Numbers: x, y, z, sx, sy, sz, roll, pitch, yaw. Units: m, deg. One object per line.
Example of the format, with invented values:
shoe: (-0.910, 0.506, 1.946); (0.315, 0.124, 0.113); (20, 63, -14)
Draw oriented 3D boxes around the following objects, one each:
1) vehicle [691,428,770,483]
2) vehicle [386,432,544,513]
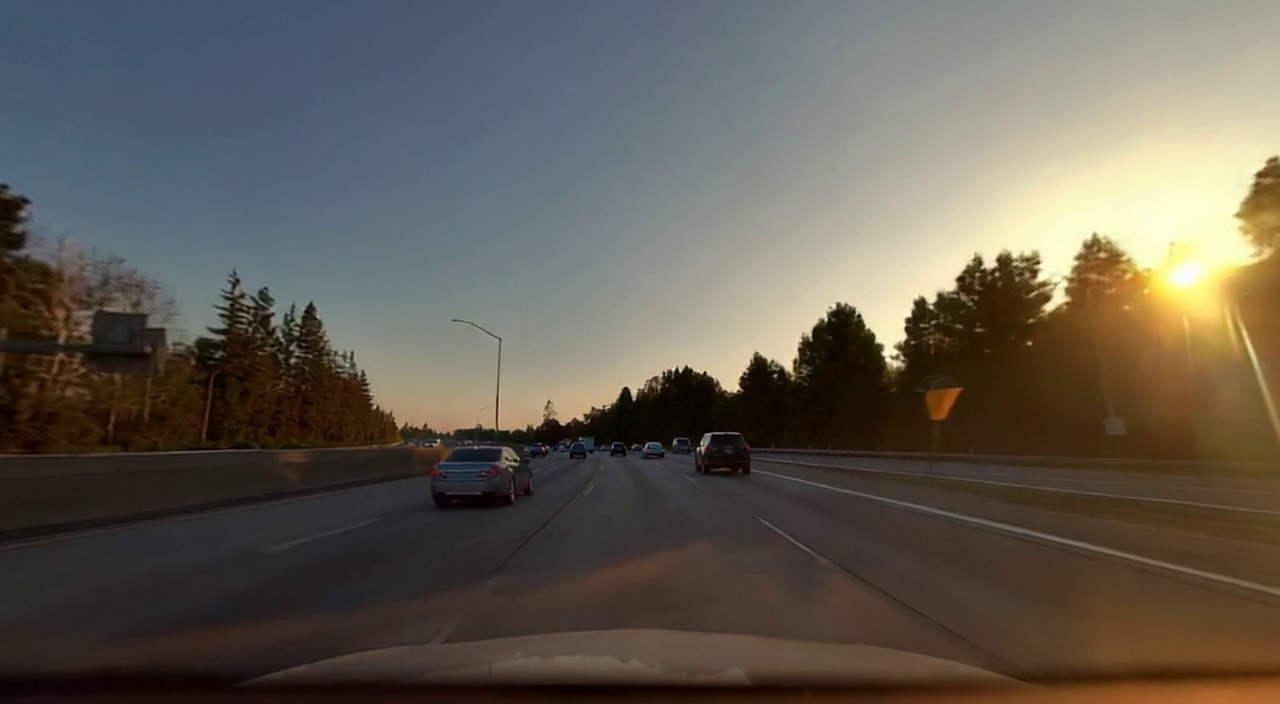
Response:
vehicle: (3.152, 3.731, 22.853); (2.043, 1.795, 4.347); (0, -9, -2)
vehicle: (-3.659, 2.645, 14.323); (2.183, 1.486, 4.848); (0, -9, 0)
